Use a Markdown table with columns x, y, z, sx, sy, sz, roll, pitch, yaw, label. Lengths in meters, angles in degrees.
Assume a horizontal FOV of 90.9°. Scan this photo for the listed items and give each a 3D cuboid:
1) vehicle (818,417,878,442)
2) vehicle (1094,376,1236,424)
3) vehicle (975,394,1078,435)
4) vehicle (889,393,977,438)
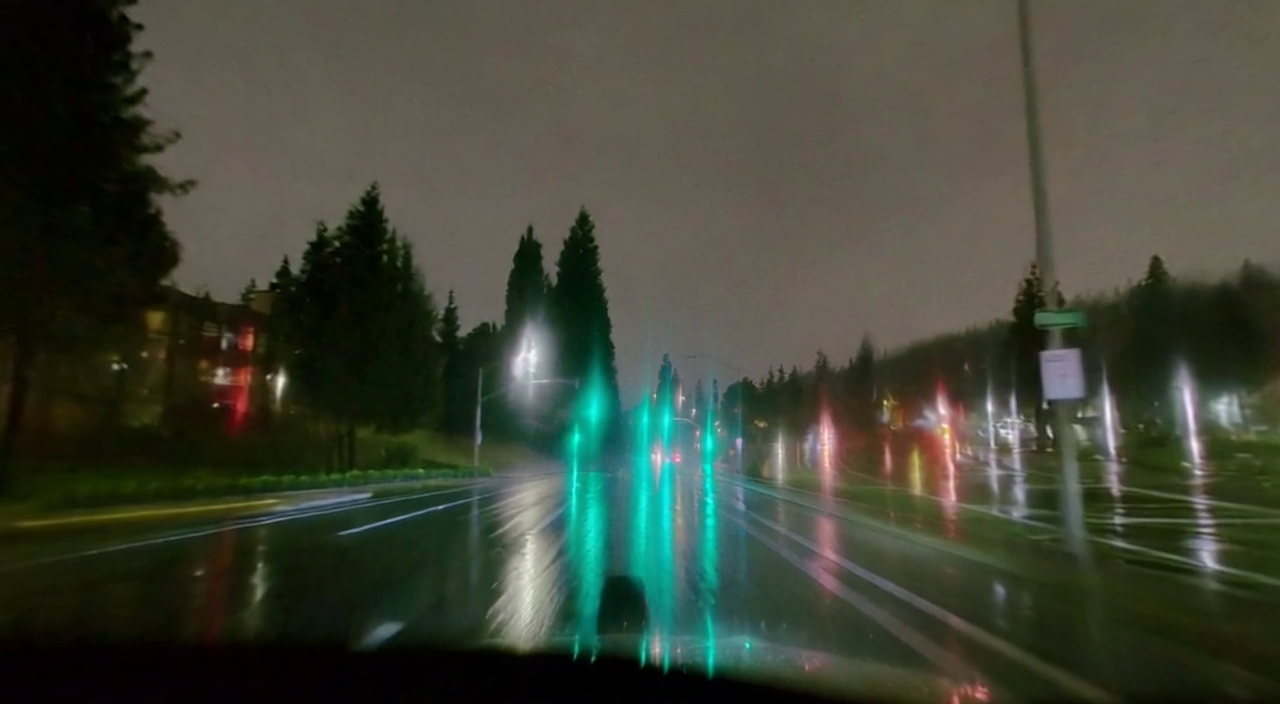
| x | y | z | sx | sy | sz | roll | pitch | yaw | label |
| --- | --- | --- | --- | --- | --- | --- | --- | --- | --- |
| 12.435 | 4.722 | 38.001 | 1.841 | 1.441 | 4.544 | 0 | -8 | -4 | vehicle |
| 18.985 | 1.826 | 23.038 | 1.673 | 1.449 | 3.879 | 0 | -8 | -3 | vehicle |
| 19.034 | 3.197 | 31.391 | 1.896 | 1.622 | 5.024 | -3 | -10 | 0 | vehicle |
| 12.433 | 2.811 | 27.058 | 1.732 | 1.413 | 4.483 | -4 | -11 | 2 | vehicle |
